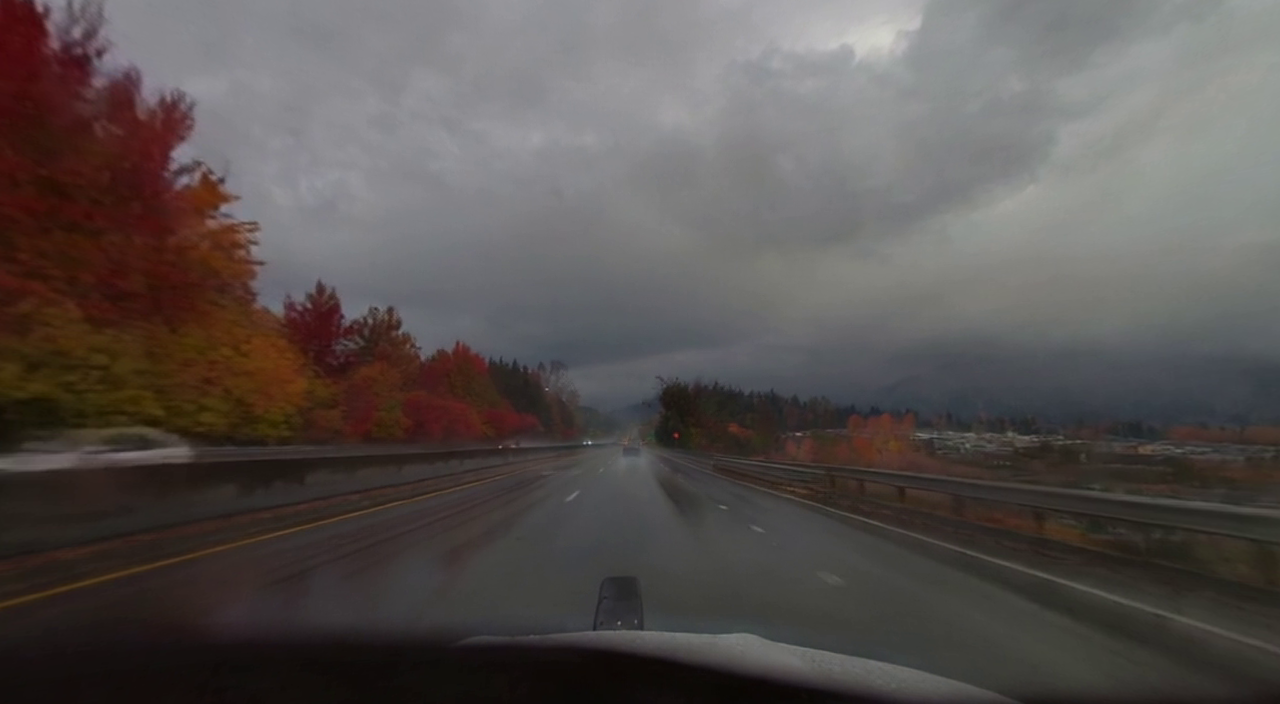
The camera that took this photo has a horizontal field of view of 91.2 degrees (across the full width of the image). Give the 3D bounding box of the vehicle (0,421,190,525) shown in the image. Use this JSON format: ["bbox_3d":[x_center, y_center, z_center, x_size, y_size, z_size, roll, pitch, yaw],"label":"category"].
[{"bbox_3d":[-10.653,2.129,11.371,1.868,1.555,4.174,0,-9,-1],"label":"vehicle"}]
